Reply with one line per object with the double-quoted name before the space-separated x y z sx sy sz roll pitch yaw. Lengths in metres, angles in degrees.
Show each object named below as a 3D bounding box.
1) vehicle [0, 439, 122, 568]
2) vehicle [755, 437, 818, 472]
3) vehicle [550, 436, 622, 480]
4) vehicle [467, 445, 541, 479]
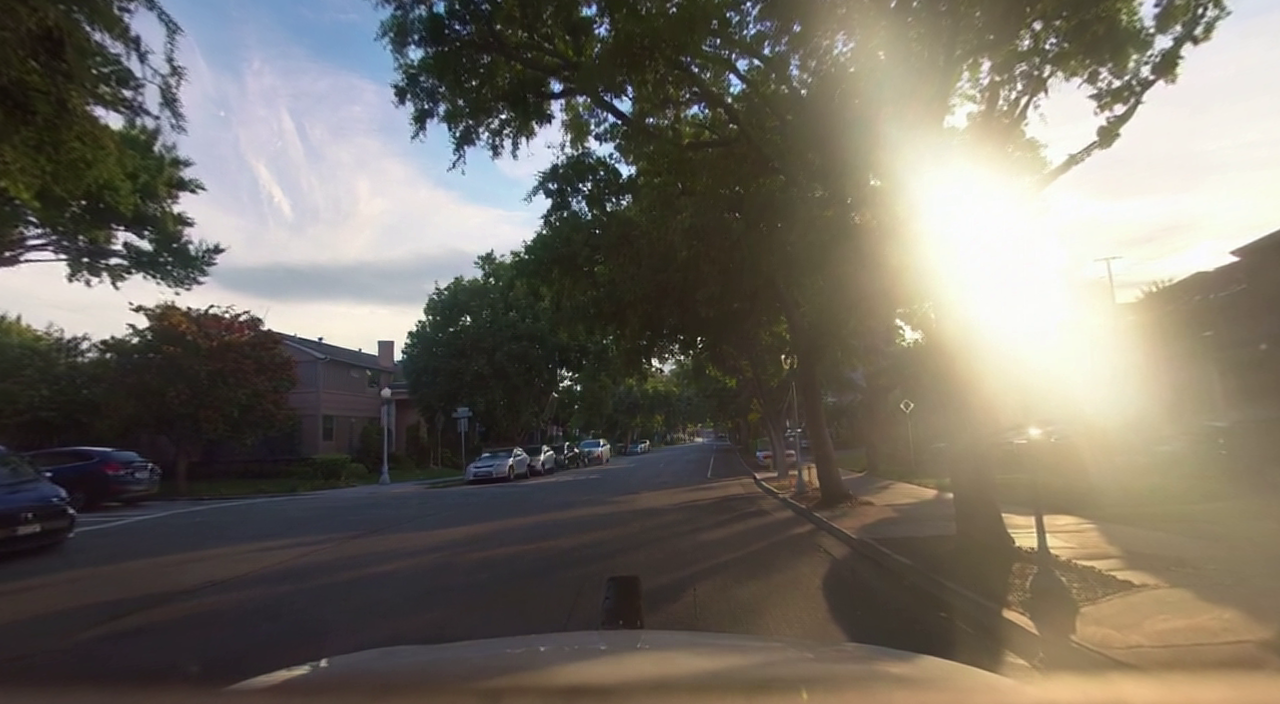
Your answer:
"vehicle" -10.113 2.069 8.955 4.141 1.620 1.876 -2 -9 9
"vehicle" 6.694 4.724 29.345 1.918 1.461 4.419 0 -8 1
"vehicle" -2.122 4.384 26.341 2.110 1.651 4.410 -1 -9 7
"vehicle" -6.067 4.960 28.736 1.968 1.443 4.358 -1 -9 6
